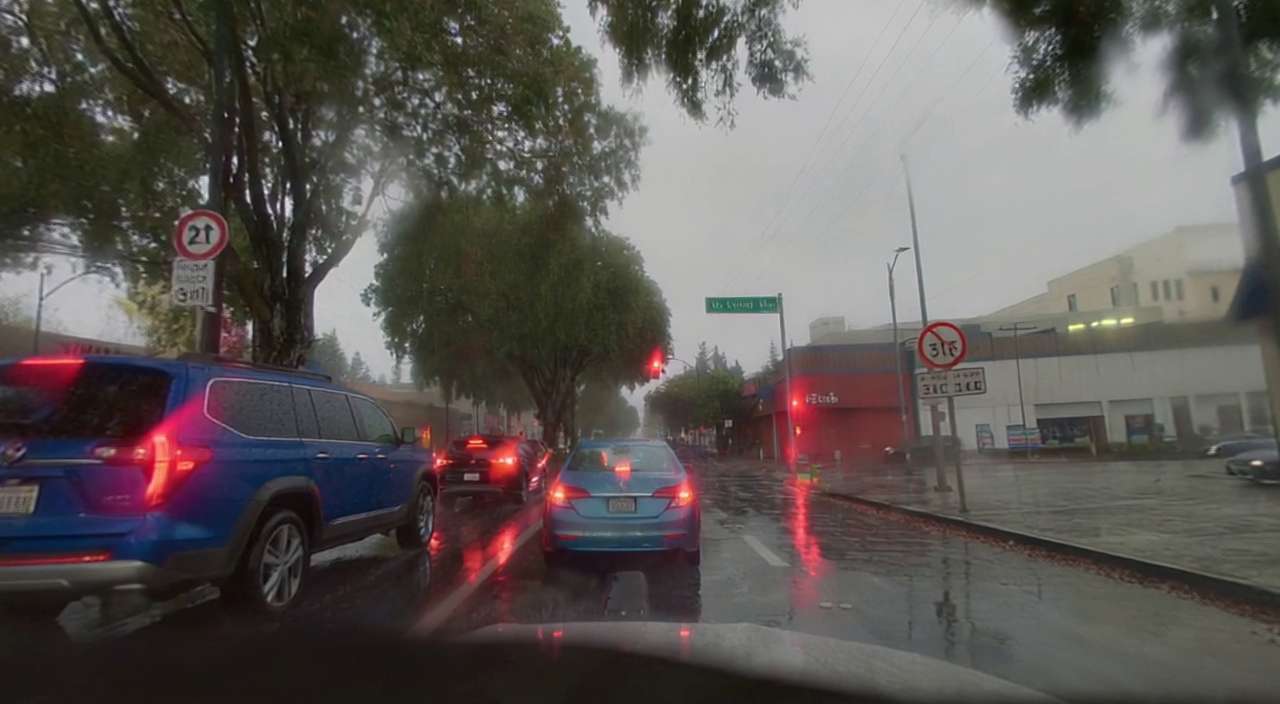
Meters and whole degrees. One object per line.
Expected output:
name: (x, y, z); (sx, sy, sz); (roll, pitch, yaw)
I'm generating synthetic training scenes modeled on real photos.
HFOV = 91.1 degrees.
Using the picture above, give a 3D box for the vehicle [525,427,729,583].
vehicle: (-0.167, 1.787, 8.194); (1.966, 1.481, 4.146); (0, -8, -1)

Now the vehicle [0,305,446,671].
vehicle: (-3.821, 1.134, 6.220); (2.152, 2.118, 5.066); (0, -8, 0)

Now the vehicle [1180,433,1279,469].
vehicle: (26.805, 4.278, 27.104); (1.845, 1.476, 4.809); (3, -9, -23)

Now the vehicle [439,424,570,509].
vehicle: (-2.927, 2.593, 14.605); (2.047, 1.664, 4.148); (0, -8, 1)

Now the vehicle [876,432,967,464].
vehicle: (15.752, 5.400, 35.360); (4.116, 1.719, 2.069); (-1, -9, 5)
